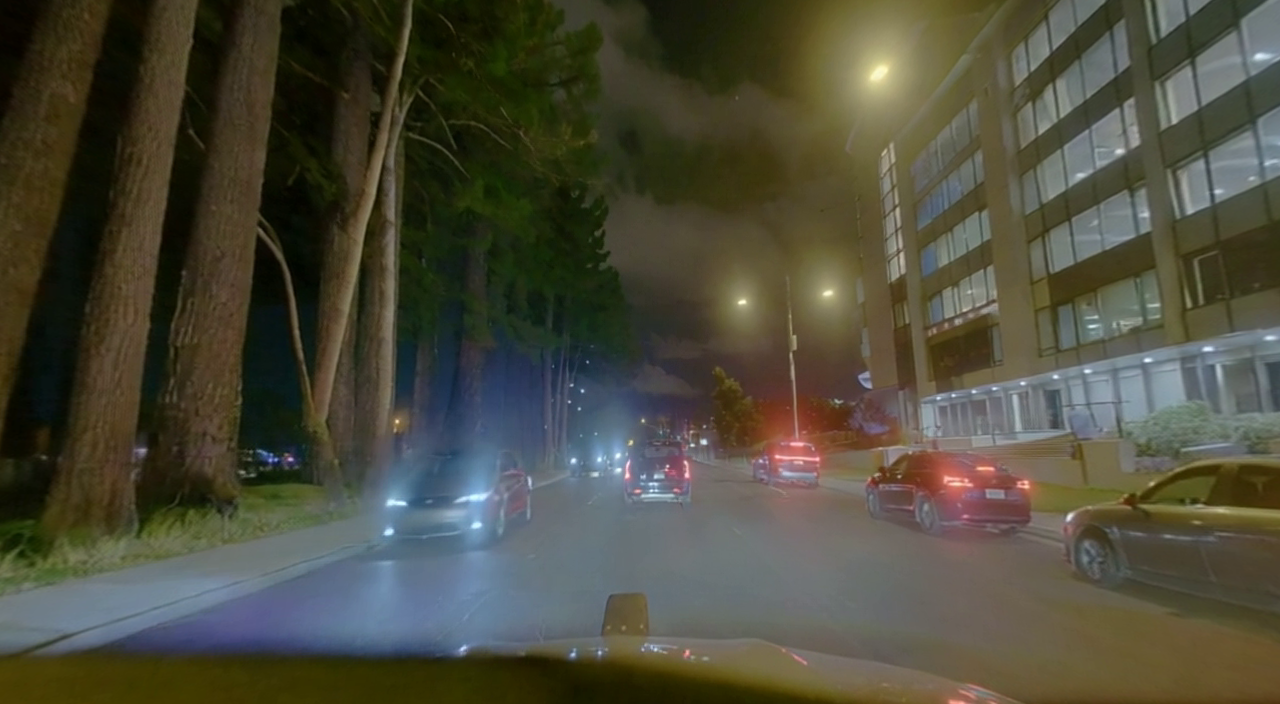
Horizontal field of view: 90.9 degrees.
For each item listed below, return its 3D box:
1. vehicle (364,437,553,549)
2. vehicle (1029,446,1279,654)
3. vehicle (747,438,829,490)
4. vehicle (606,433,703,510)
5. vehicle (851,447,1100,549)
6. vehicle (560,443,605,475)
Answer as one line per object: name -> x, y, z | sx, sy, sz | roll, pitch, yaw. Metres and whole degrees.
vehicle -> -2.795, 2.259, 10.810 | 1.979, 1.534, 4.076 | 0, -8, 1
vehicle -> 5.521, 1.509, 5.078 | 1.809, 1.478, 4.623 | 0, -8, 0
vehicle -> 5.668, 4.336, 24.812 | 2.059, 1.813, 4.637 | 0, -8, -1
vehicle -> 0.346, 2.892, 15.697 | 2.105, 1.653, 3.887 | 0, -8, 1
vehicle -> 5.683, 2.481, 11.596 | 1.852, 1.452, 4.852 | 0, -8, -1
vehicle -> -3.281, 6.235, 37.023 | 2.167, 1.717, 4.448 | 0, -9, 1
